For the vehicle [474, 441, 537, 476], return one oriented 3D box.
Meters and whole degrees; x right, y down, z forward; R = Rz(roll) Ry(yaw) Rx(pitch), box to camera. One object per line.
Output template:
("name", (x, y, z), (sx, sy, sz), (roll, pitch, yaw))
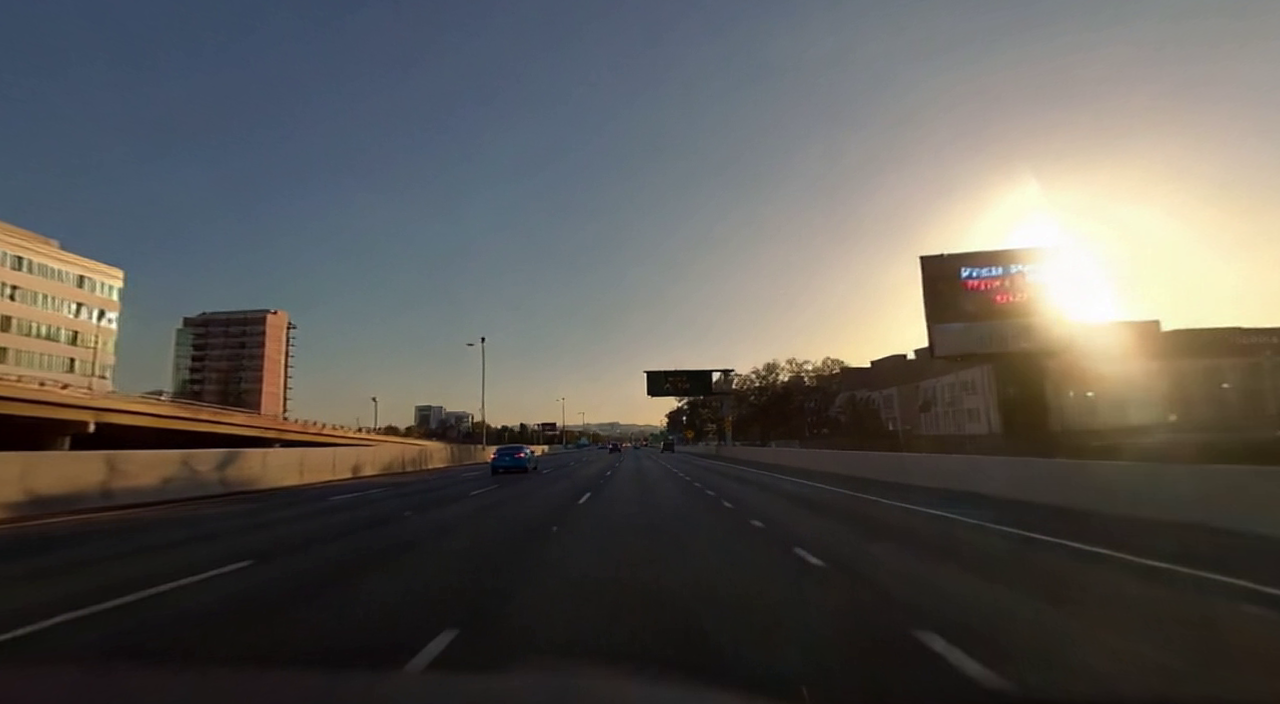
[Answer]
("vehicle", (-6.219, 4.963, 29.734), (1.990, 1.529, 4.288), (0, -8, 0))
